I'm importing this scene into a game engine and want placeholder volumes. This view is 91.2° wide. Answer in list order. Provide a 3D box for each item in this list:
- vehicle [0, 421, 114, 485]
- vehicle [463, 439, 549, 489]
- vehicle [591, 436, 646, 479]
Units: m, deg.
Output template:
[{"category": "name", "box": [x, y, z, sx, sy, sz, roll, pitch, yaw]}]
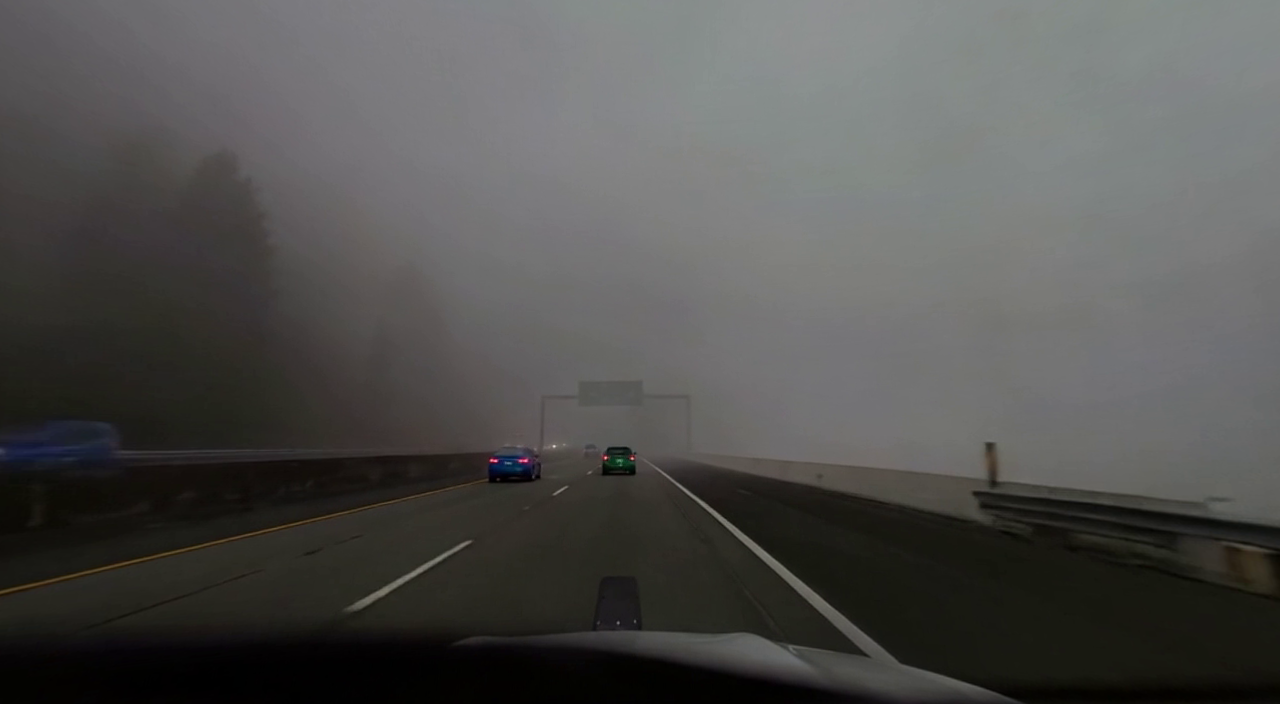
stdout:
[{"category": "vehicle", "box": [-17.200, 2.766, 17.097, 1.987, 1.594, 4.249, -1, -9, 0]}, {"category": "vehicle", "box": [-4.728, 4.030, 22.922, 2.103, 1.588, 4.709, -1, -9, 0]}, {"category": "vehicle", "box": [-0.898, 4.646, 27.673, 2.220, 1.711, 4.056, 0, -9, -1]}]
